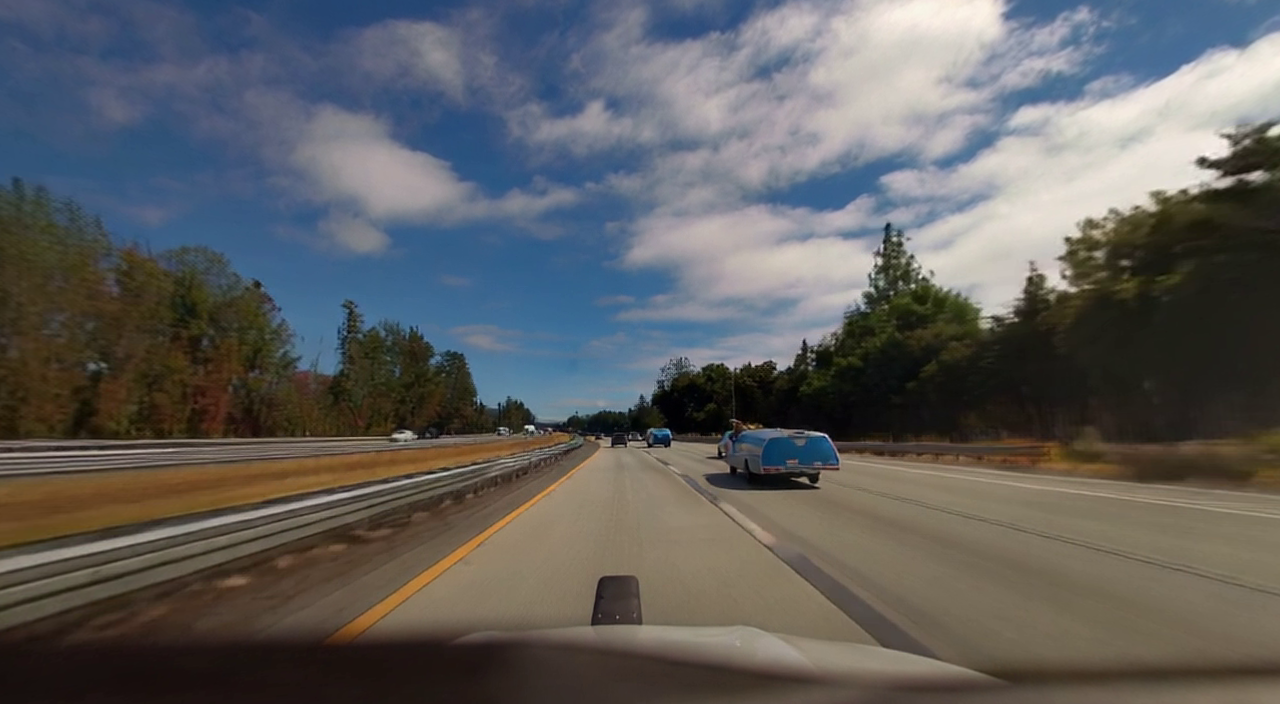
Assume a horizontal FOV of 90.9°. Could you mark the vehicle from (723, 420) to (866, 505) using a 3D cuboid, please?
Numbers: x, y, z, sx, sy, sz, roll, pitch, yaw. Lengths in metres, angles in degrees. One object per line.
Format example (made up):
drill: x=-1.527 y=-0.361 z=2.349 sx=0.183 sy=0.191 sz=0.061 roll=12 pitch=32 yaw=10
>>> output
vehicle: x=3.155 y=2.319 z=13.764 sx=2.002 sy=1.569 sz=3.845 roll=0 pitch=-8 yaw=-2
